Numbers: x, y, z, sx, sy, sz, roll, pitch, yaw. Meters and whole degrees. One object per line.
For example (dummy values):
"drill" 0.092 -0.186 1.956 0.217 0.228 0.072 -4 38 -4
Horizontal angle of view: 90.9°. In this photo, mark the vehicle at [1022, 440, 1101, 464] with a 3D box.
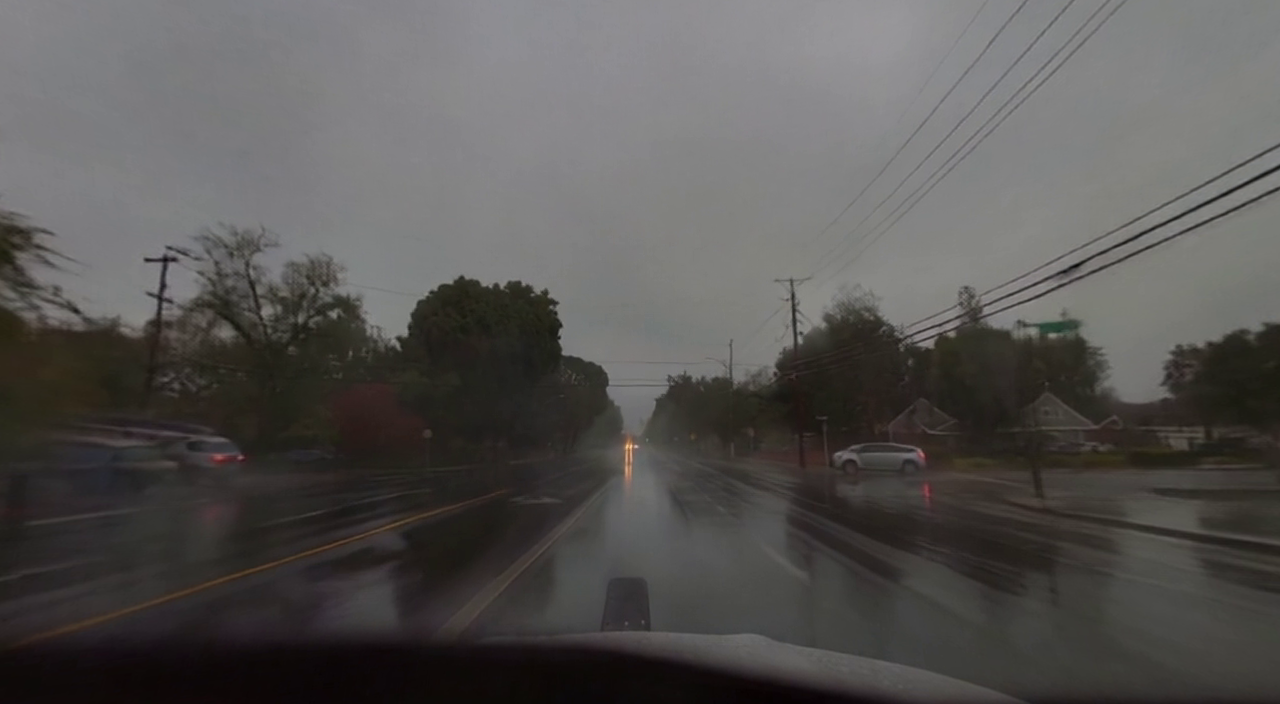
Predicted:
"vehicle" 27.304 6.471 41.004 1.787 1.465 4.681 0 -8 -2

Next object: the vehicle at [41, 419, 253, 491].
"vehicle" -20.556 4.315 26.562 6.794 2.863 2.387 0 -8 1

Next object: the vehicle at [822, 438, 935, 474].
"vehicle" 11.350 4.975 30.239 4.565 1.600 2.023 1 -9 -5

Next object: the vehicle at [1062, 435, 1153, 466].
"vehicle" 29.881 6.296 40.495 2.034 1.878 4.781 0 -8 -2
